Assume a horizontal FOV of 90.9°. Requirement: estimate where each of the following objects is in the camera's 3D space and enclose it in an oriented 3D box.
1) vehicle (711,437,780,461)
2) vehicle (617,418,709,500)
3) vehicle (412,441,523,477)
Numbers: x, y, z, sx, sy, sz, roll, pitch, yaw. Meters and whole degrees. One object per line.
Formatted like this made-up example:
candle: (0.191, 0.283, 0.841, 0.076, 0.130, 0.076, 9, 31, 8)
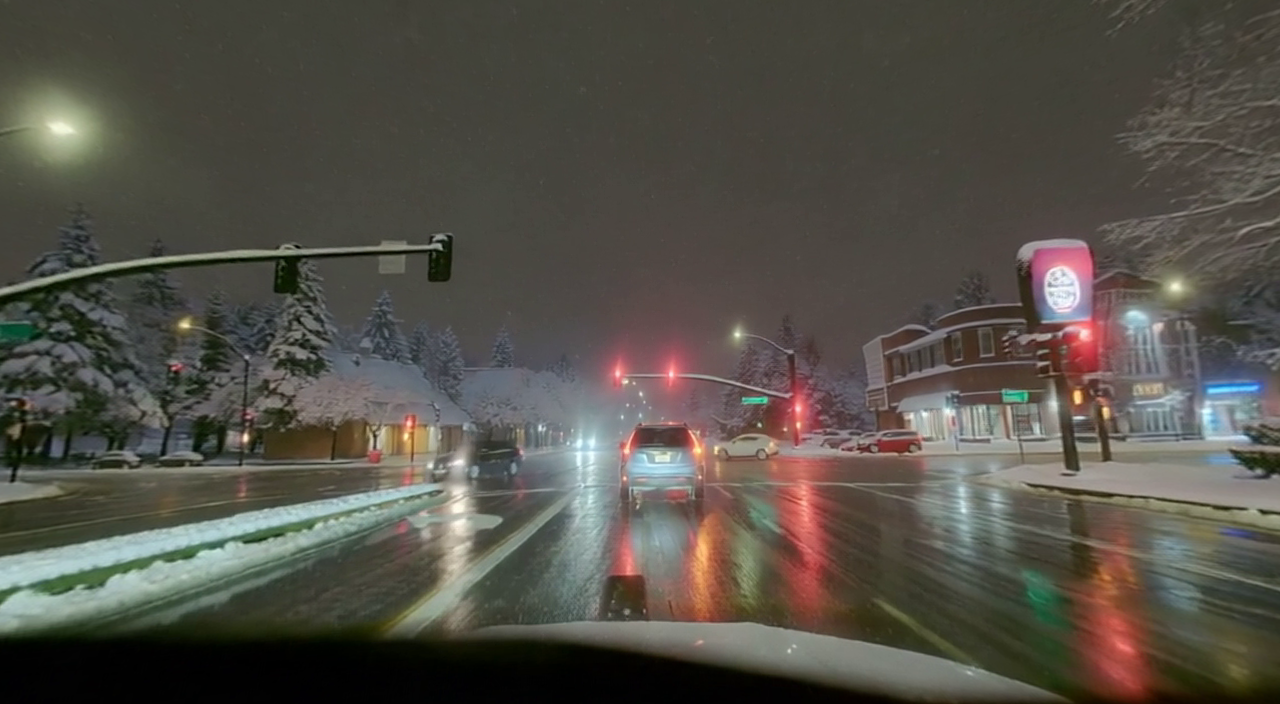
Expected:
vehicle: (6.597, 6.079, 39.639, 3.963, 1.480, 1.774, 1, -8, -7)
vehicle: (0.526, 2.646, 15.915, 1.994, 1.759, 4.186, 0, -8, 1)
vehicle: (-7.801, 4.848, 28.974, 2.013, 1.486, 4.705, -6, -10, 34)
